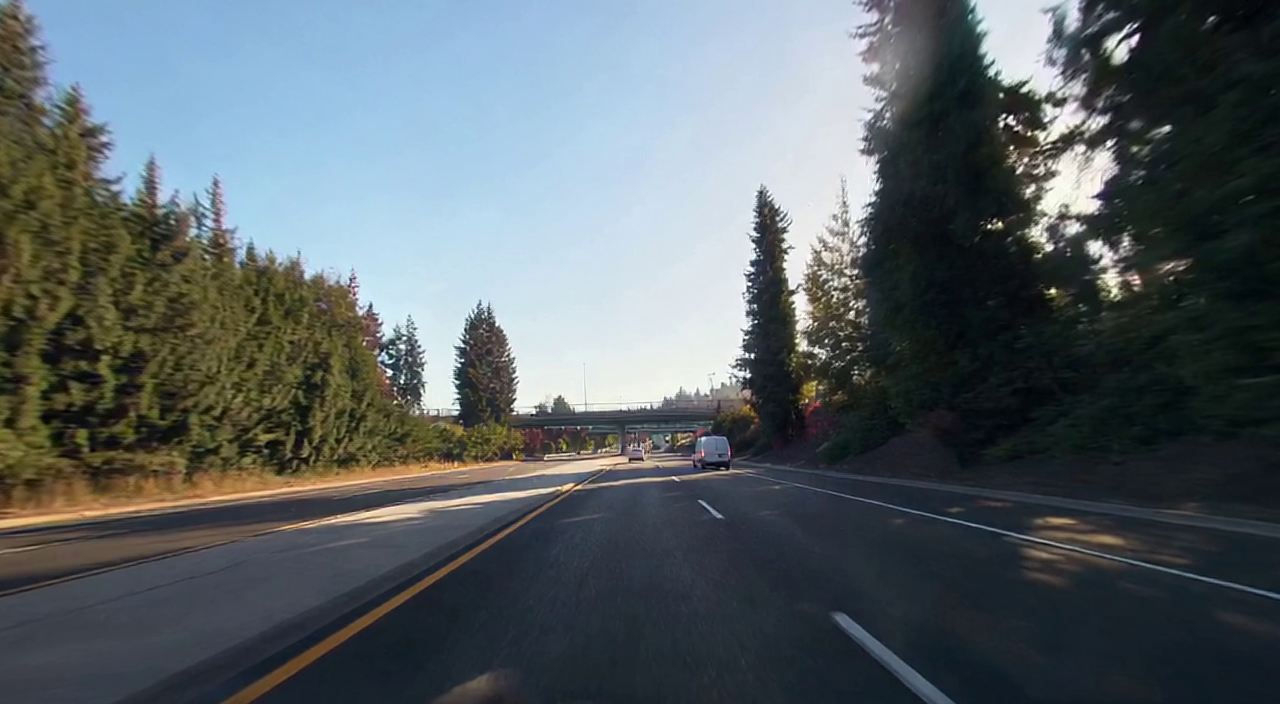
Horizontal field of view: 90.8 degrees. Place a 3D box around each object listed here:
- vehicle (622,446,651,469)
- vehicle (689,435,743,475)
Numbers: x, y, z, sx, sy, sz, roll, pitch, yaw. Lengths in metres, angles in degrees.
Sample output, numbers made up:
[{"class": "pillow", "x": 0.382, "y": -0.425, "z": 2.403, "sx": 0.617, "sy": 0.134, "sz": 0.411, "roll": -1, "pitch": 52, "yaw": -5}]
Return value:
[{"class": "vehicle", "x": -0.211, "y": 7.665, "z": 45.989, "sx": 2.013, "sy": 1.584, "sz": 3.995, "roll": 0, "pitch": -9, "yaw": 0}, {"class": "vehicle", "x": 4.027, "y": 5.594, "z": 34.339, "sx": 2.152, "sy": 1.998, "sz": 5.380, "roll": 0, "pitch": -9, "yaw": -1}]
